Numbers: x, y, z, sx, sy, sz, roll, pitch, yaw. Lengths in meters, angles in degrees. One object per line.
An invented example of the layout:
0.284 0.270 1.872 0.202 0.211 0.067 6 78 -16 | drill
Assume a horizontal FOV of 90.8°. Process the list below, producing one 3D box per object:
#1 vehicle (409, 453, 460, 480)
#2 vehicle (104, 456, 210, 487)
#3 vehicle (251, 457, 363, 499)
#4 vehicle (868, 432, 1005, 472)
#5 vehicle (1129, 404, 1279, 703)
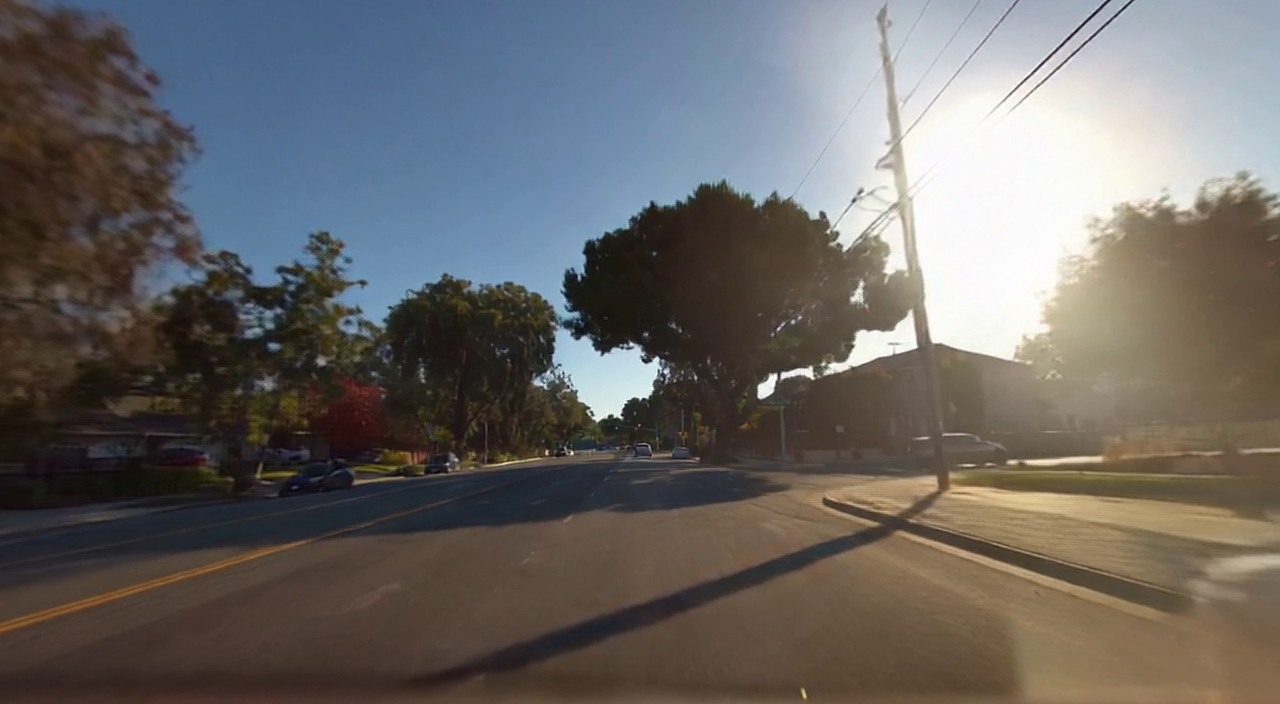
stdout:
-13.766 7.655 42.528 1.941 1.501 4.432 -3 -7 0 | vehicle
-24.248 6.029 31.782 3.894 1.459 1.638 0 -11 0 | vehicle
-13.679 5.175 26.311 1.901 1.481 4.636 -1 -8 4 | vehicle
11.861 4.001 25.410 4.644 1.471 1.843 1 -8 -9 | vehicle
3.518 0.712 0.695 2.093 1.524 4.835 0 -8 0 | vehicle
